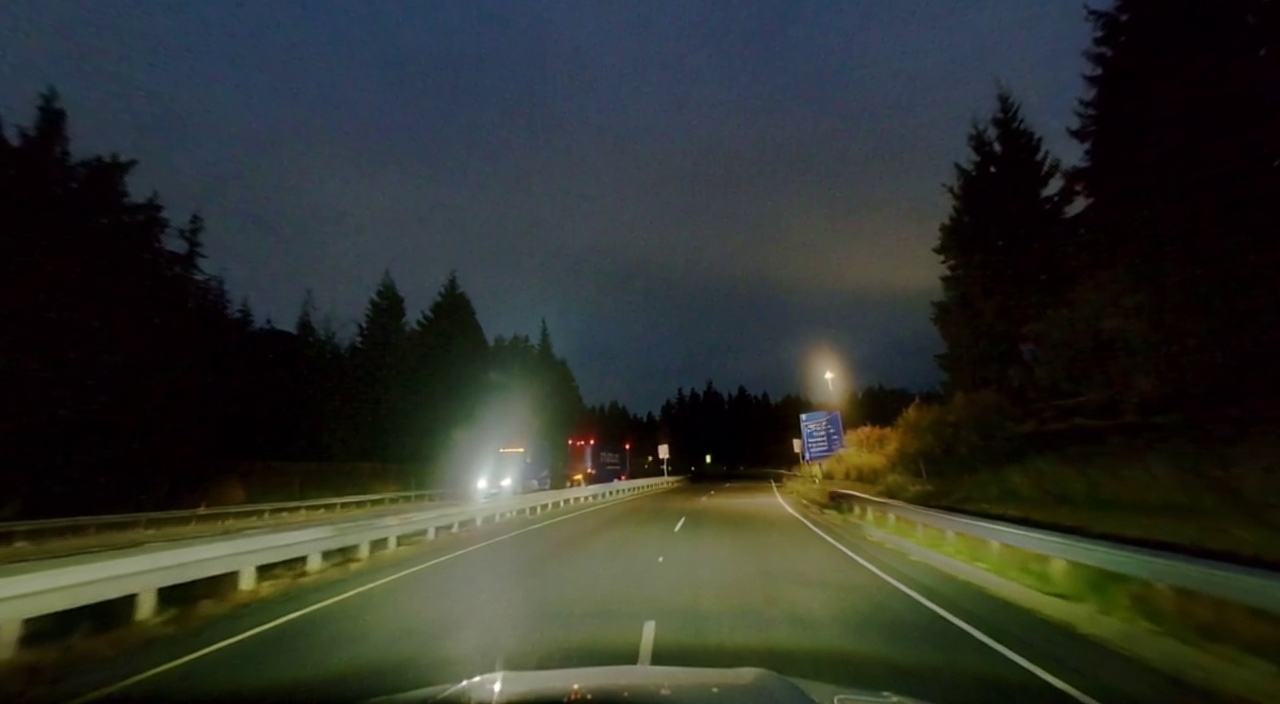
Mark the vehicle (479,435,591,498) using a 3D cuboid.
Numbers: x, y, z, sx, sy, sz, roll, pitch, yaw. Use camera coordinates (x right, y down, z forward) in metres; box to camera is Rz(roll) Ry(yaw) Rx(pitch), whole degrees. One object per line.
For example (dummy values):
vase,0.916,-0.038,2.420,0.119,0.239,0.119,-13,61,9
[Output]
vehicle,-7.771,8.825,48.460,2.952,4.284,9.811,-6,-12,29
